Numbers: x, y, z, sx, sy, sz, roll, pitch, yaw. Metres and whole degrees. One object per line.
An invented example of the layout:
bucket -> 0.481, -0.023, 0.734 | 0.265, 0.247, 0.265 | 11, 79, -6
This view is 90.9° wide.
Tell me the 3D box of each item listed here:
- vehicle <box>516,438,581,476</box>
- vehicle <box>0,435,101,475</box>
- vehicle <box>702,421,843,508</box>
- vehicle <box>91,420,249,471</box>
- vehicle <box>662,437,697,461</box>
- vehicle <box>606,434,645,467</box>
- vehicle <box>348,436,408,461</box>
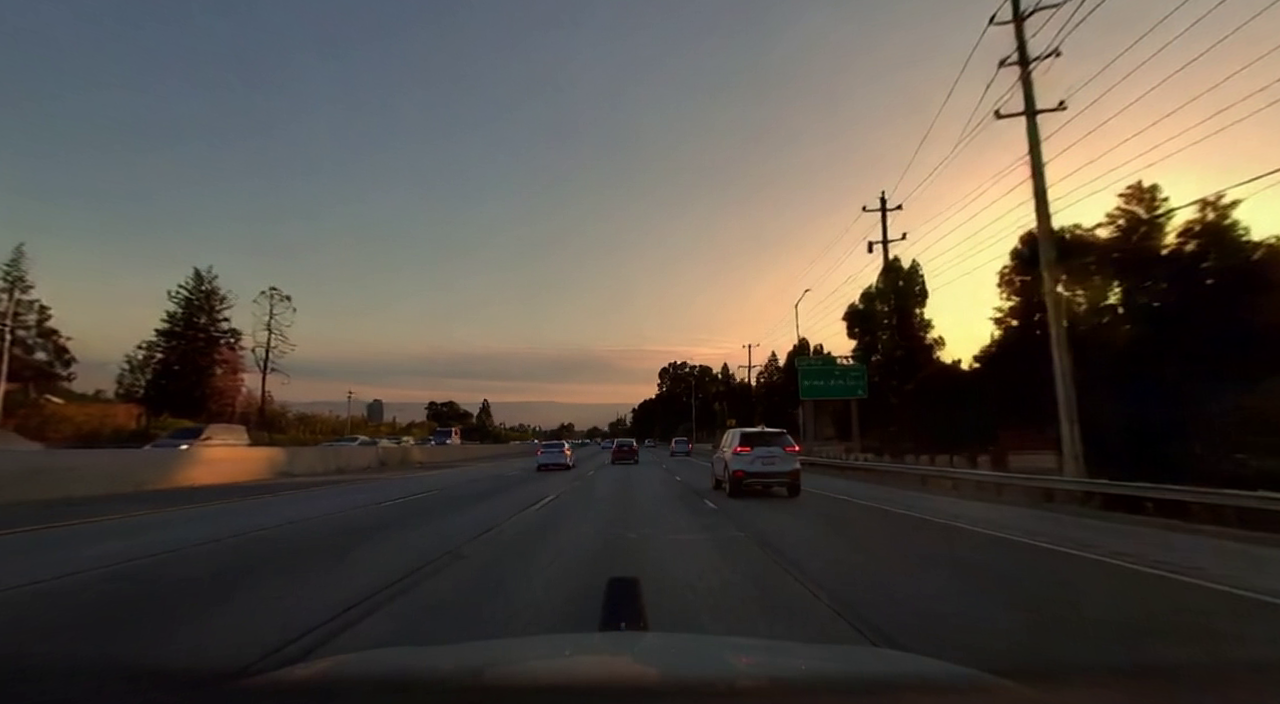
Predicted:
vehicle -> -3.985, 4.679, 28.402 | 2.091, 1.562, 5.220 | 0, -8, 1
vehicle -> -24.191, 4.077, 25.068 | 1.806, 1.445, 4.241 | 0, -8, 0
vehicle -> 2.897, 2.610, 15.070 | 2.102, 1.723, 4.745 | 0, -8, -3
vehicle -> -20.568, 4.165, 28.134 | 2.350, 1.970, 6.174 | 0, -8, -1
vehicle -> 2.993, 7.437, 48.521 | 2.099, 1.720, 4.829 | 0, -8, -3
vehicle -> -0.859, 5.770, 36.984 | 2.192, 1.769, 4.287 | 0, -8, -1
vehicle -> -16.969, 6.269, 41.060 | 1.945, 1.555, 4.551 | 0, -8, 0
